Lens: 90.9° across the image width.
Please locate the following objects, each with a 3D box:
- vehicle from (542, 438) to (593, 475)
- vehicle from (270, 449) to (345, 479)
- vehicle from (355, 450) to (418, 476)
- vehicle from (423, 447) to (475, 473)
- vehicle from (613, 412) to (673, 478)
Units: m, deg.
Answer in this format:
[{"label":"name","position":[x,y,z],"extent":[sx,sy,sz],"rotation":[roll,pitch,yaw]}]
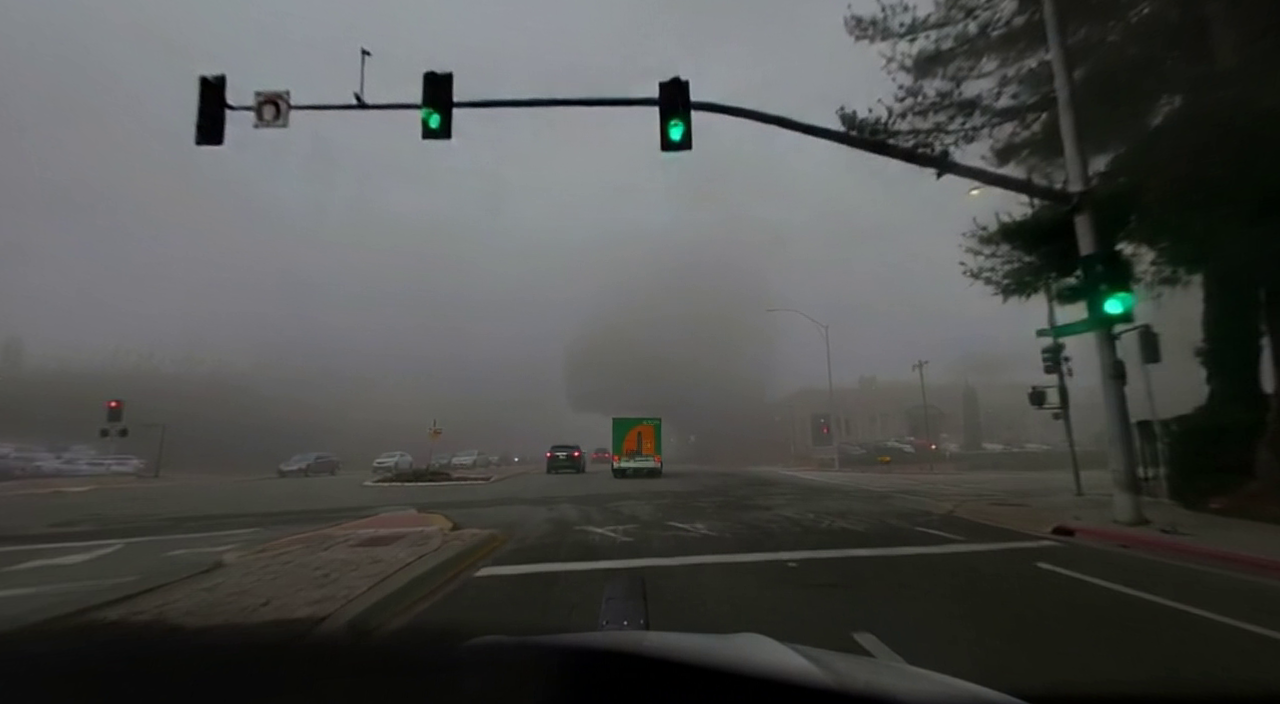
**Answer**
[{"label":"vehicle","position":[-3.844,5.658,34.384],"extent":[2.184,1.830,4.890],"rotation":[0,-8,0]},{"label":"vehicle","position":[-22.157,7.442,42.219],"extent":[2.017,1.785,5.092],"rotation":[-1,-8,3]},{"label":"vehicle","position":[-16.243,7.097,40.602],"extent":[2.022,1.442,4.853],"rotation":[-4,-9,1]},{"label":"vehicle","position":[-12.896,7.285,42.854],"extent":[1.960,1.627,4.784],"rotation":[0,-8,1]},{"label":"vehicle","position":[-0.018,5.196,35.404],"extent":[2.843,3.120,10.422],"rotation":[0,-8,-2]}]
